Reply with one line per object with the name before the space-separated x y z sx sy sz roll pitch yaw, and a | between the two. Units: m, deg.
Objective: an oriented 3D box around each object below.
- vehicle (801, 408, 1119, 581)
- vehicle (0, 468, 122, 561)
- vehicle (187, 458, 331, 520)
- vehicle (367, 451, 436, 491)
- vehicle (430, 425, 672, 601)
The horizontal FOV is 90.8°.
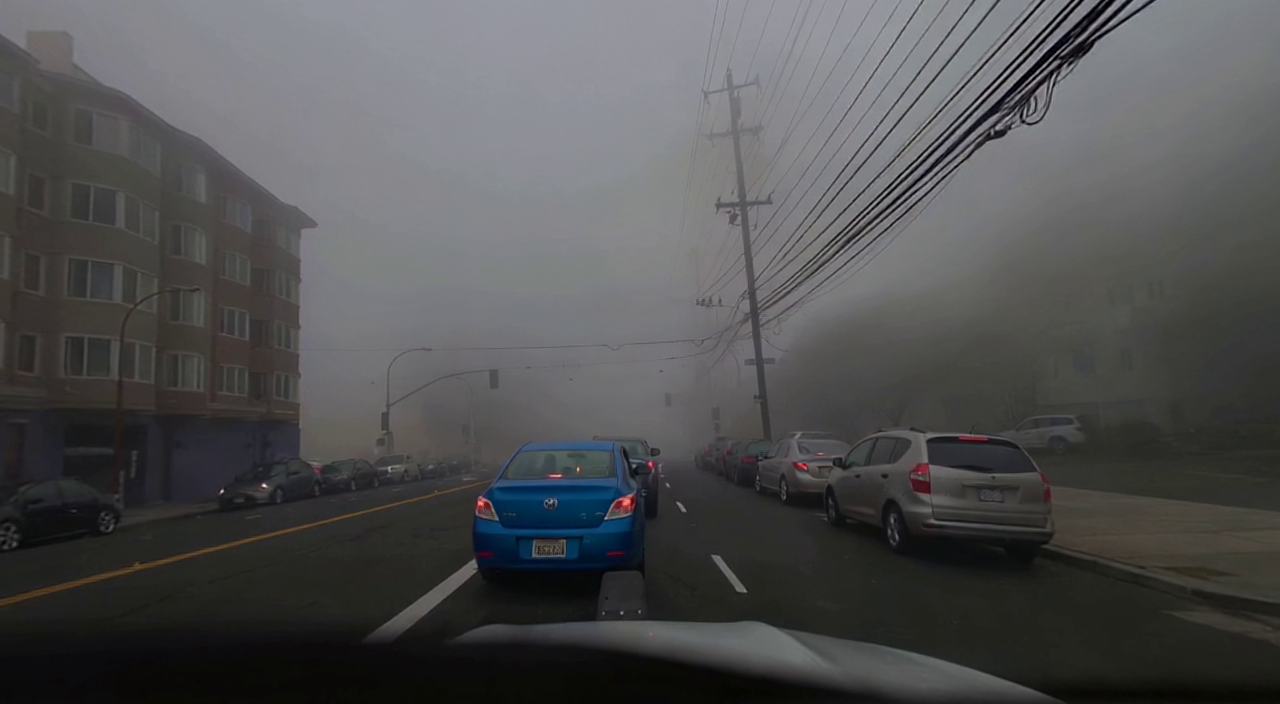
vehicle | 3.790 1.760 8.620 1.967 1.721 4.410 0 -8 -1
vehicle | -11.915 2.904 11.017 1.850 1.487 4.711 -3 -8 -1
vehicle | -11.853 4.241 20.044 1.868 1.491 4.367 -5 -9 0
vehicle | -11.939 5.932 31.931 2.011 1.687 4.079 -4 -8 -2
vehicle | -0.722 1.692 7.649 2.019 1.453 4.603 0 -8 1
